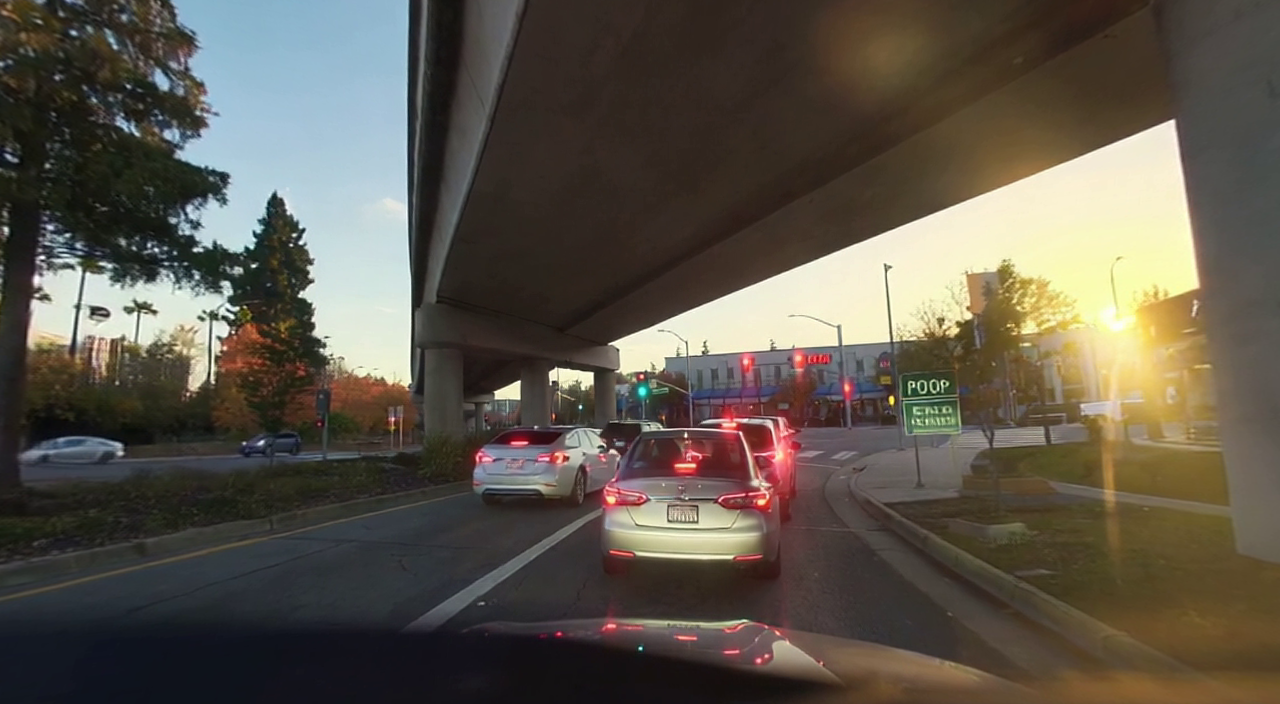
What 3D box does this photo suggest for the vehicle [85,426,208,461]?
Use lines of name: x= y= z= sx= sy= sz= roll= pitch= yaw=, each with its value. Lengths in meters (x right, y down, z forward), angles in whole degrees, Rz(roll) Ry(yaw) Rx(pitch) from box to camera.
vehicle: x=-30.608 y=5.689 z=39.286 sx=5.457 sy=2.021 sz=2.213 roll=2 pitch=-9 yaw=-13

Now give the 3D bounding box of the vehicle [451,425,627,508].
vehicle: x=-1.976 y=2.482 z=14.171 sx=2.214 sy=1.519 sz=4.704 roll=-2 pitch=-9 yaw=14

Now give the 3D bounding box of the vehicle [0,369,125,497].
vehicle: x=-24.372 y=2.736 z=19.322 sx=13.064 sy=3.755 sz=3.269 roll=-1 pitch=-8 yaw=-13

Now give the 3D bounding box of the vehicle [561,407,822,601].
vehicle: x=0.737 y=1.590 z=7.548 sx=2.195 sy=1.571 sz=4.353 roll=-2 pitch=-8 yaw=9
